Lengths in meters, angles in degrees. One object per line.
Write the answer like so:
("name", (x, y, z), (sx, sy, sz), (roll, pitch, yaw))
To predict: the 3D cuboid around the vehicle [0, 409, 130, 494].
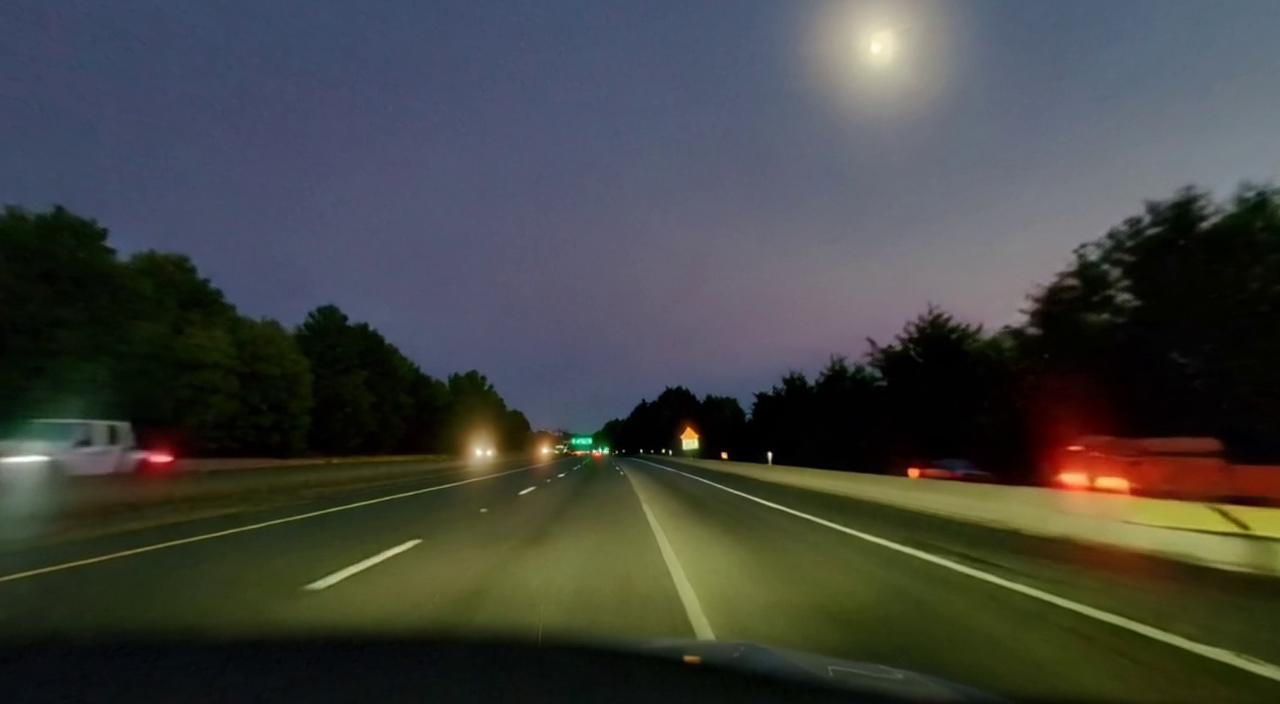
("vehicle", (-19.098, 3.014, 19.122), (2.411, 2.328, 5.807), (0, -9, -2))
